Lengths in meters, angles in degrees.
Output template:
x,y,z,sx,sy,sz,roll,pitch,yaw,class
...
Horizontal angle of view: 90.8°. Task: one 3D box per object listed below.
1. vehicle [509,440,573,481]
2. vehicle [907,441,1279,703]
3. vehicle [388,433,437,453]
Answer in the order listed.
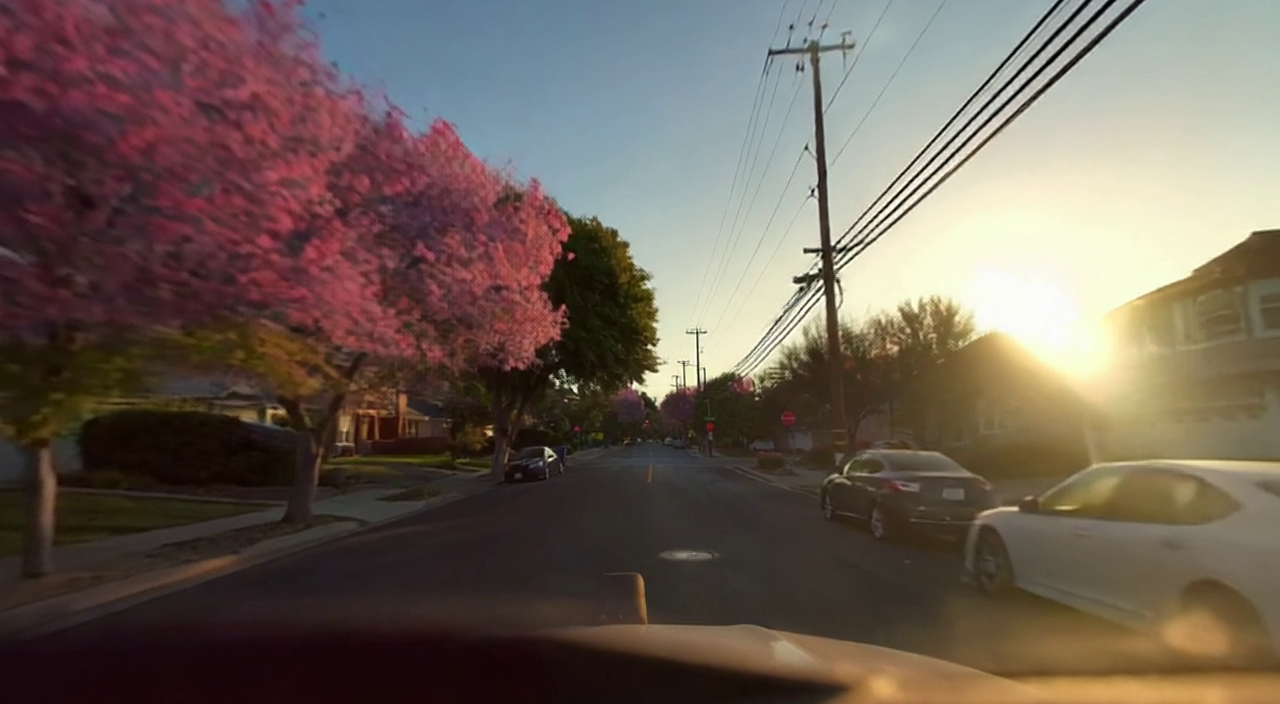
x,y,z,sx,sy,sz,roll,pitch,yaw,class
-4.207,4.653,27.475,1.938,1.508,4.481,0,-7,1,vehicle
4.235,1.462,5.036,2.006,1.489,4.753,0,-8,-2,vehicle
-18.015,7.162,49.904,1.870,1.492,4.472,8,-11,-43,vehicle
